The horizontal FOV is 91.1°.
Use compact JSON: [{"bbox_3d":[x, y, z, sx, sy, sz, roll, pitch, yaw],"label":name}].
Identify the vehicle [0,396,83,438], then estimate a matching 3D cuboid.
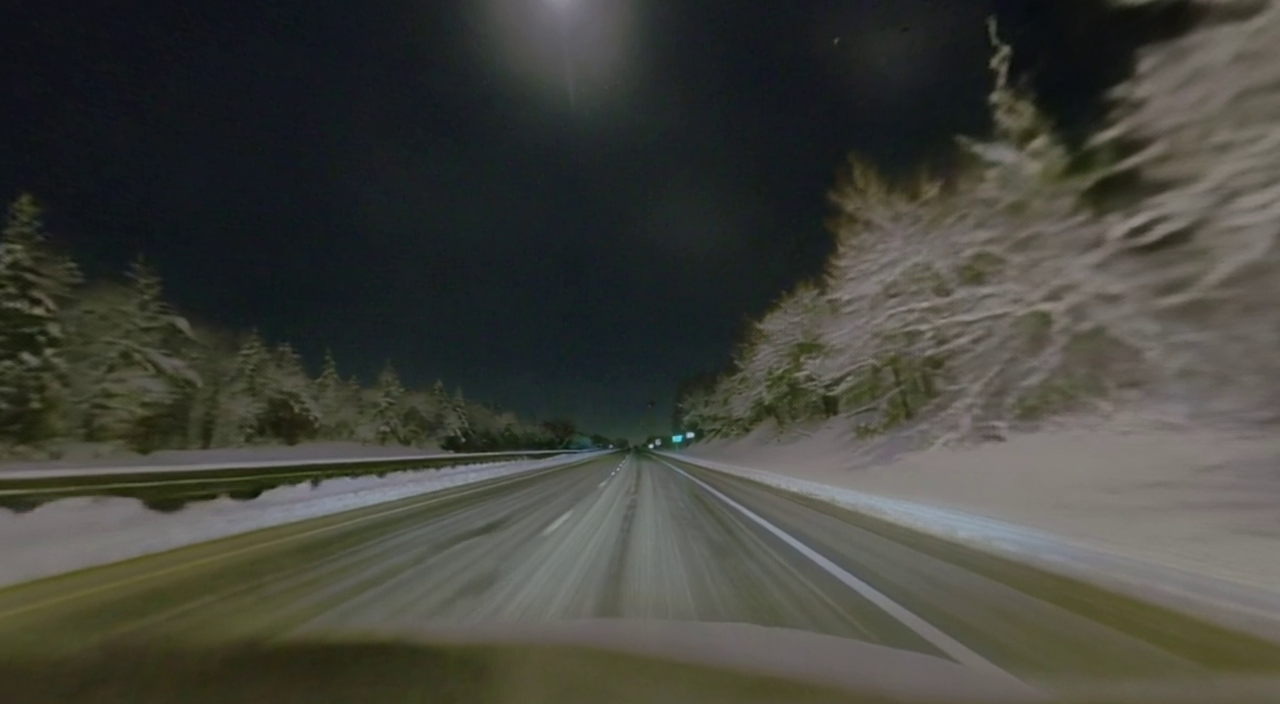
[{"bbox_3d":[-47.059,5.070,48.404,2.721,2.776,5.478,-12,-13,34],"label":"vehicle"}]
